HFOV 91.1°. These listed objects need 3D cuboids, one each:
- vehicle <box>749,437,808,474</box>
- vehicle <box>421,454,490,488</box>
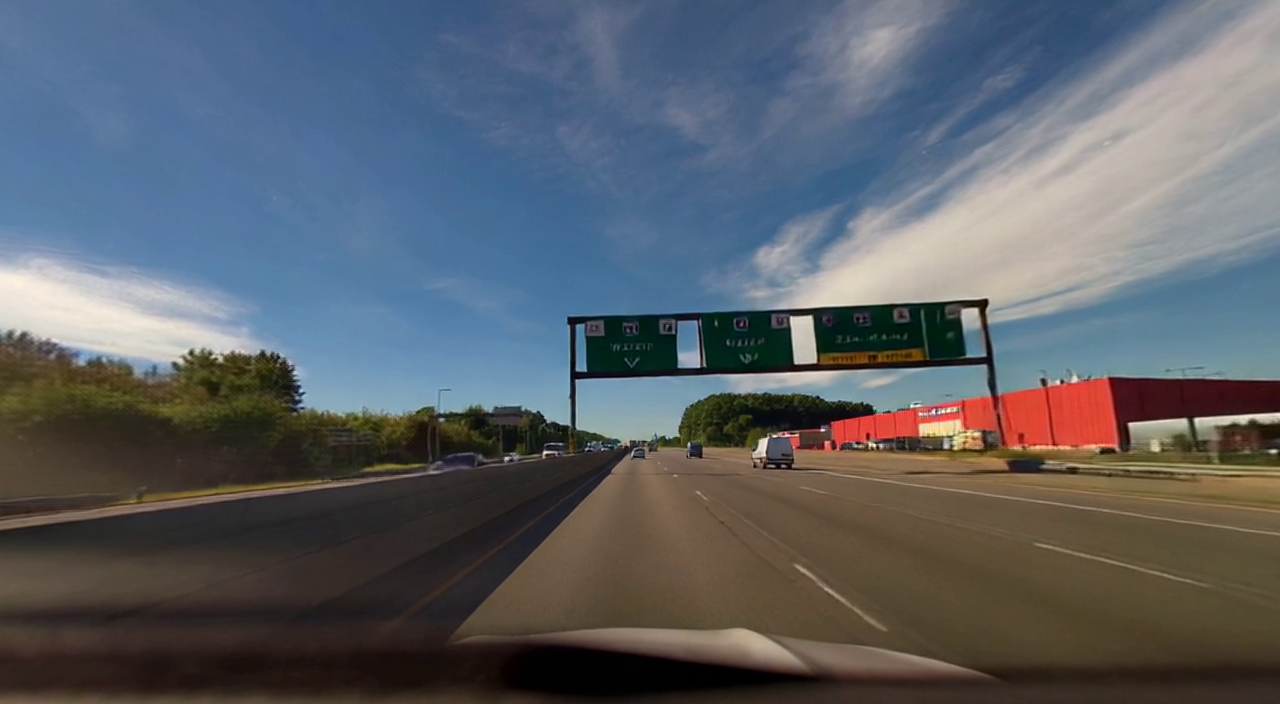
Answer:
[{"bbox_3d":[7.750,5.866,35.716,2.156,1.943,5.010,0,-9,-1],"label":"vehicle"},{"bbox_3d":[-8.565,5.537,29.639,2.081,1.430,4.107,0,-9,-1],"label":"vehicle"}]
